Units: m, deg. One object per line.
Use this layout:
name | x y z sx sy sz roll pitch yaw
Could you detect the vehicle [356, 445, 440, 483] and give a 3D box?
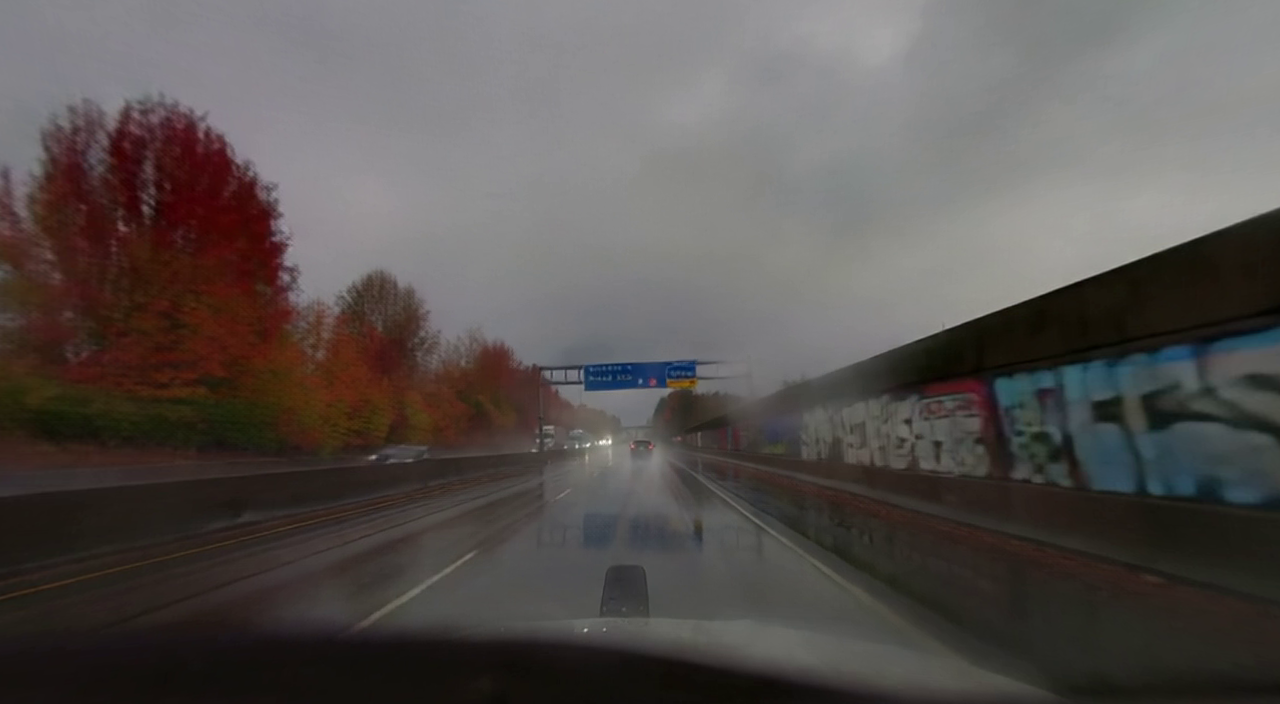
vehicle | -10.532 4.871 27.755 1.863 1.487 4.505 0 -8 1
